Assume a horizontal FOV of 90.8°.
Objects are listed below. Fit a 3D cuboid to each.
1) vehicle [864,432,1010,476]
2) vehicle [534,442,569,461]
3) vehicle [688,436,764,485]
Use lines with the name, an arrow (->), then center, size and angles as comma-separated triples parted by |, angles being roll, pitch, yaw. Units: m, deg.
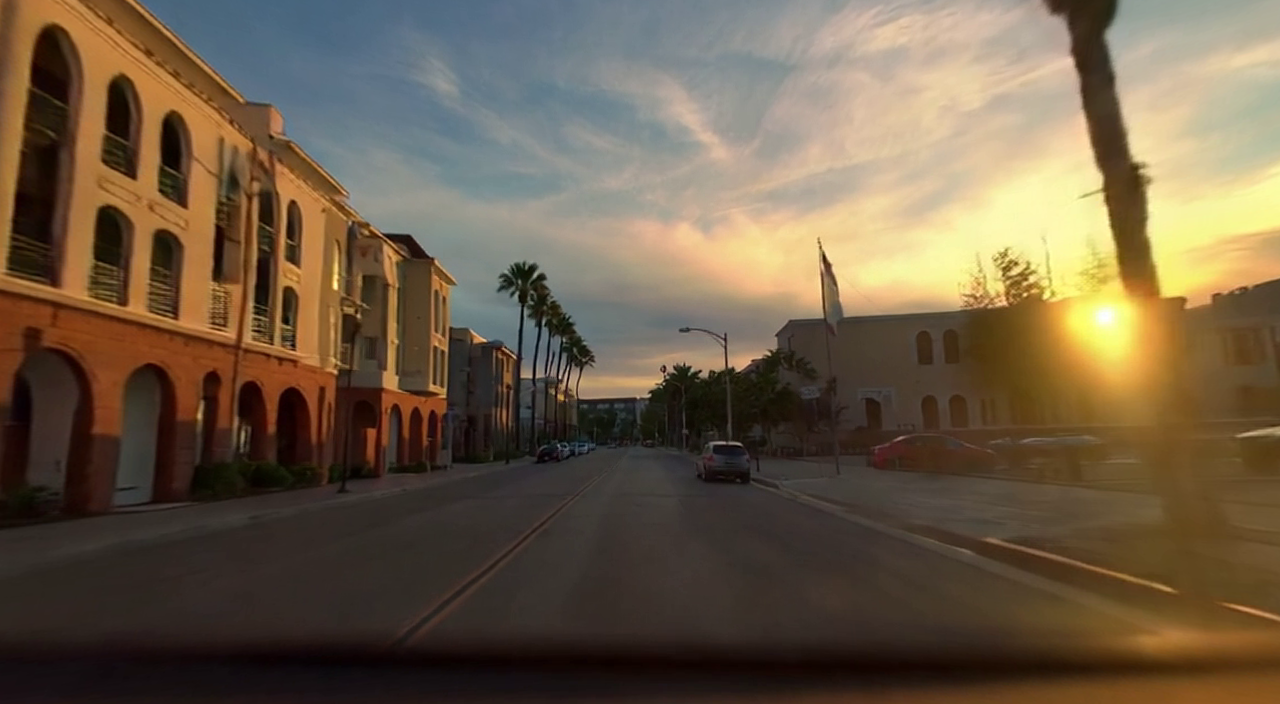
vehicle -> 11.864, 4.089, 25.471 | 4.782, 1.657, 2.172 | 1, -8, -4
vehicle -> -6.731, 7.636, 48.596 | 2.142, 1.401, 4.477 | 0, -8, -1
vehicle -> 2.895, 3.747, 22.285 | 1.985, 1.543, 4.112 | 0, -8, -2
